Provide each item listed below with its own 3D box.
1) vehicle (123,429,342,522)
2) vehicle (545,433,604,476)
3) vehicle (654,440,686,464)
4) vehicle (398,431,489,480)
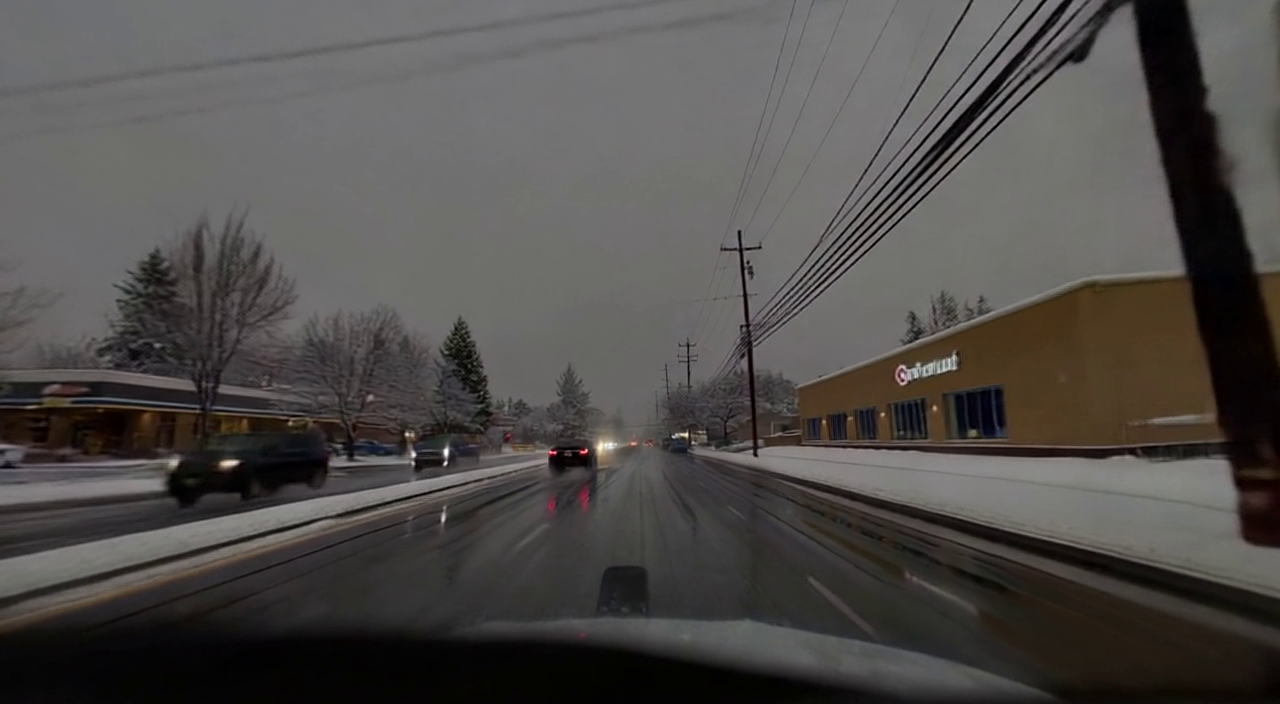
[{"bbox_3d":[-8.159,2.483,13.183,1.795,1.607,4.059,-1,-8,1],"label":"vehicle"},{"bbox_3d":[-2.715,4.368,27.078,2.047,1.664,4.148,-1,-8,1],"label":"vehicle"},{"bbox_3d":[1.956,6.491,41.064,1.978,1.455,4.195,-1,-8,2],"label":"vehicle"},{"bbox_3d":[-7.823,4.179,25.662,2.009,1.773,4.925,-1,-8,2],"label":"vehicle"}]
